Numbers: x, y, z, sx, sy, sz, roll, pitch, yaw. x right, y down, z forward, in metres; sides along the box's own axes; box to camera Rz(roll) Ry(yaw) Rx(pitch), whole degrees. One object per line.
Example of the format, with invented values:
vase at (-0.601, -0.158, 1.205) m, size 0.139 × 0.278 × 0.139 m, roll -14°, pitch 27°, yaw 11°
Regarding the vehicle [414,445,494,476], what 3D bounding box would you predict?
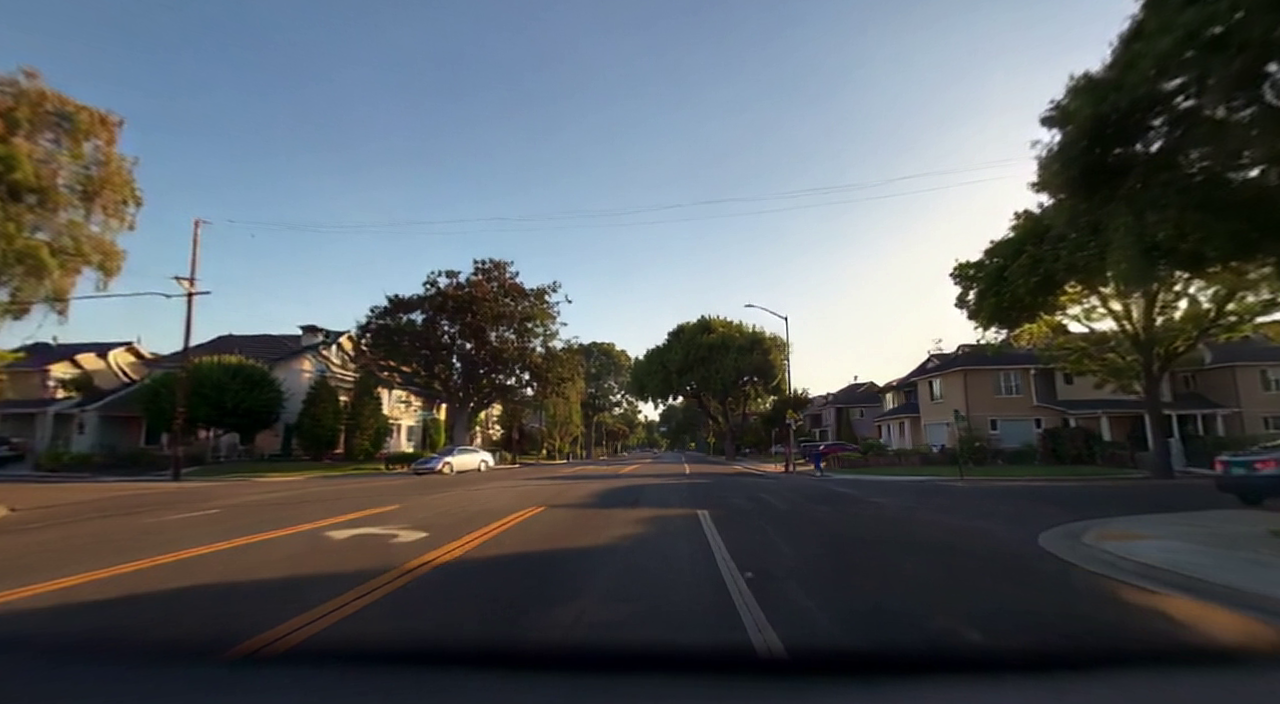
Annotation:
vehicle at (-10.510, 6.126, 36.072) m, size 2.064 × 1.596 × 4.716 m, roll -3°, pitch -9°, yaw 17°
